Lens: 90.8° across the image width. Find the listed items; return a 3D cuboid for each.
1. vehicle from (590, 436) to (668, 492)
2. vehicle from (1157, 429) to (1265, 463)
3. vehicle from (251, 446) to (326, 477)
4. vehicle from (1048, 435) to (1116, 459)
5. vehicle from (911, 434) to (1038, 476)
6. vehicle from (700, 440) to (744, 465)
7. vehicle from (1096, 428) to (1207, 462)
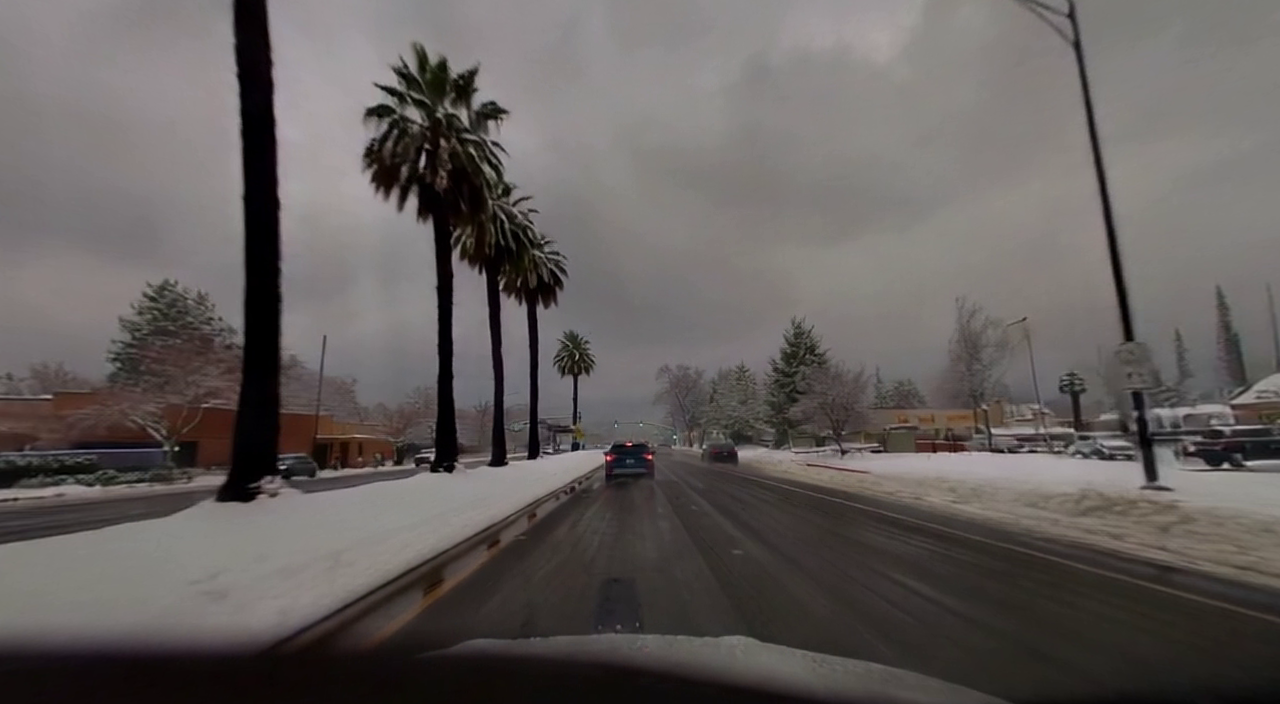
[{"bbox_3d":[-0.291,3.344,19.106,2.106,1.496,3.964,0,-9,0],"label":"vehicle"},{"bbox_3d":[29.881,4.940,33.247,1.890,1.640,4.064,0,-9,2],"label":"vehicle"},{"bbox_3d":[-19.478,6.092,35.257,1.862,1.606,4.071,0,-9,-1],"label":"vehicle"},{"bbox_3d":[27.200,5.875,39.033,1.709,1.455,3.449,0,-9,1],"label":"vehicle"},{"bbox_3d":[14.639,4.527,27.844,4.358,1.732,2.129,1,-9,-3],"label":"vehicle"},{"bbox_3d":[5.586,6.886,43.532,2.244,1.618,4.585,0,-9,-2],"label":"vehicle"},{"bbox_3d":[26.974,4.963,33.569,2.045,1.690,4.761,0,-9,3],"label":"vehicle"}]
